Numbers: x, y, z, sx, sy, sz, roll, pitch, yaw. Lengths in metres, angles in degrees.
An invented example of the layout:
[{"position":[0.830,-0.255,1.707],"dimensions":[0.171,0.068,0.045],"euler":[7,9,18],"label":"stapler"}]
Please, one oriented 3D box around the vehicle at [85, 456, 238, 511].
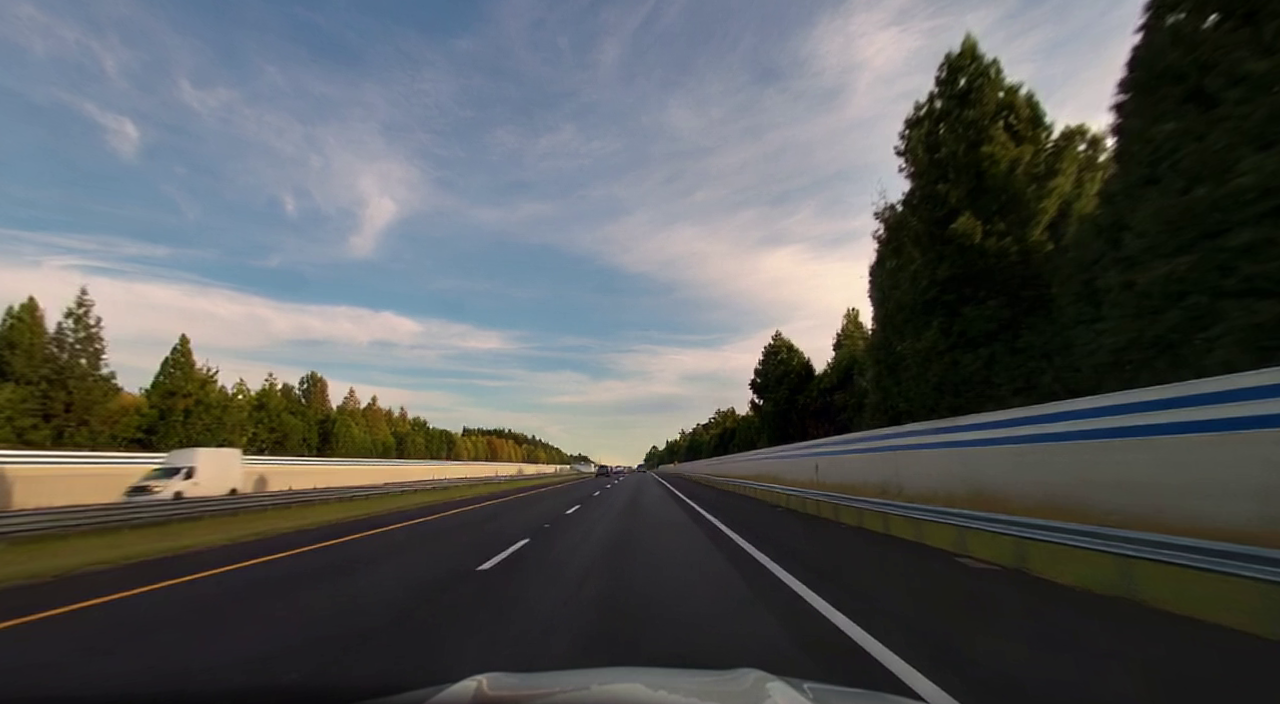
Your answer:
[{"position":[-17.147,4.727,22.945],"dimensions":[1.974,1.730,4.507],"euler":[1,-11,0],"label":"vehicle"}]
